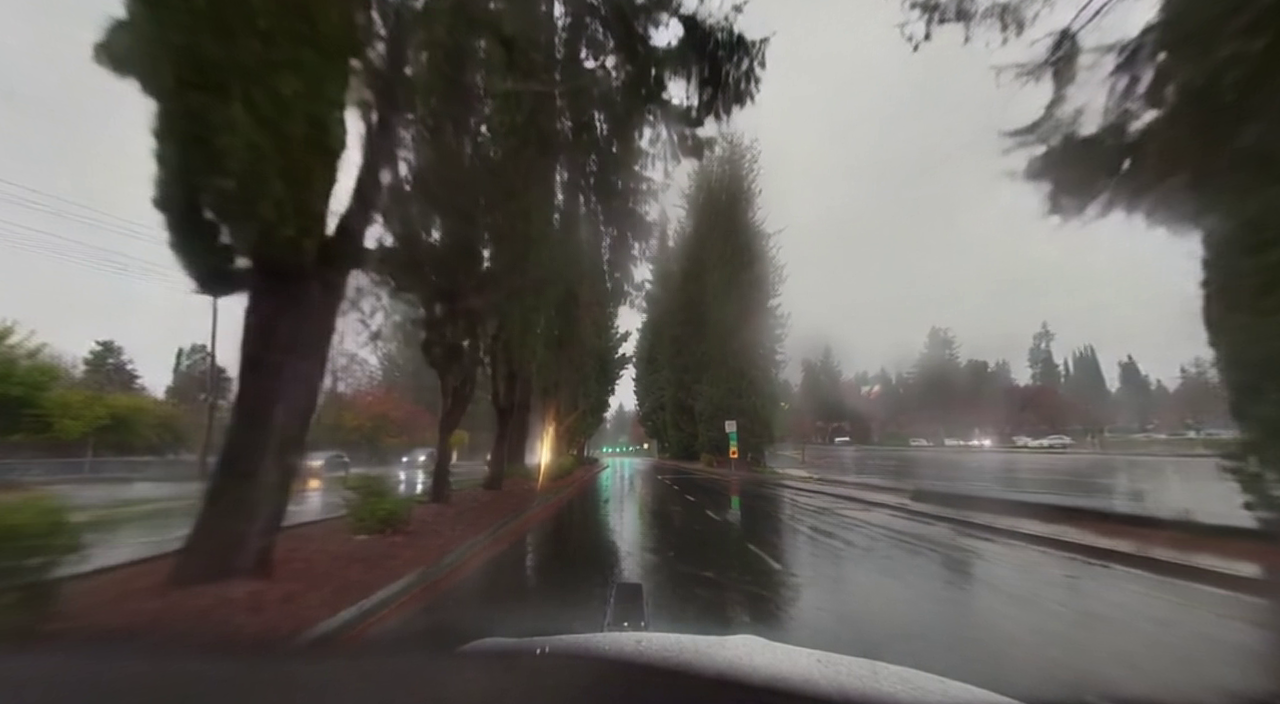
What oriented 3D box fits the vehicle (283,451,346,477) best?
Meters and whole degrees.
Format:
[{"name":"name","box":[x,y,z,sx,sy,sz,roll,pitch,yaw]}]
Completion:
[{"name":"vehicle","box":[-20.116,6.895,39.077,1.844,1.461,3.788,0,-8,0]}]

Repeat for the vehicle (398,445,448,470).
[{"name":"vehicle","box":[-16.992,8.236,49.665,2.064,1.844,4.845,-1,-8,2]}]
